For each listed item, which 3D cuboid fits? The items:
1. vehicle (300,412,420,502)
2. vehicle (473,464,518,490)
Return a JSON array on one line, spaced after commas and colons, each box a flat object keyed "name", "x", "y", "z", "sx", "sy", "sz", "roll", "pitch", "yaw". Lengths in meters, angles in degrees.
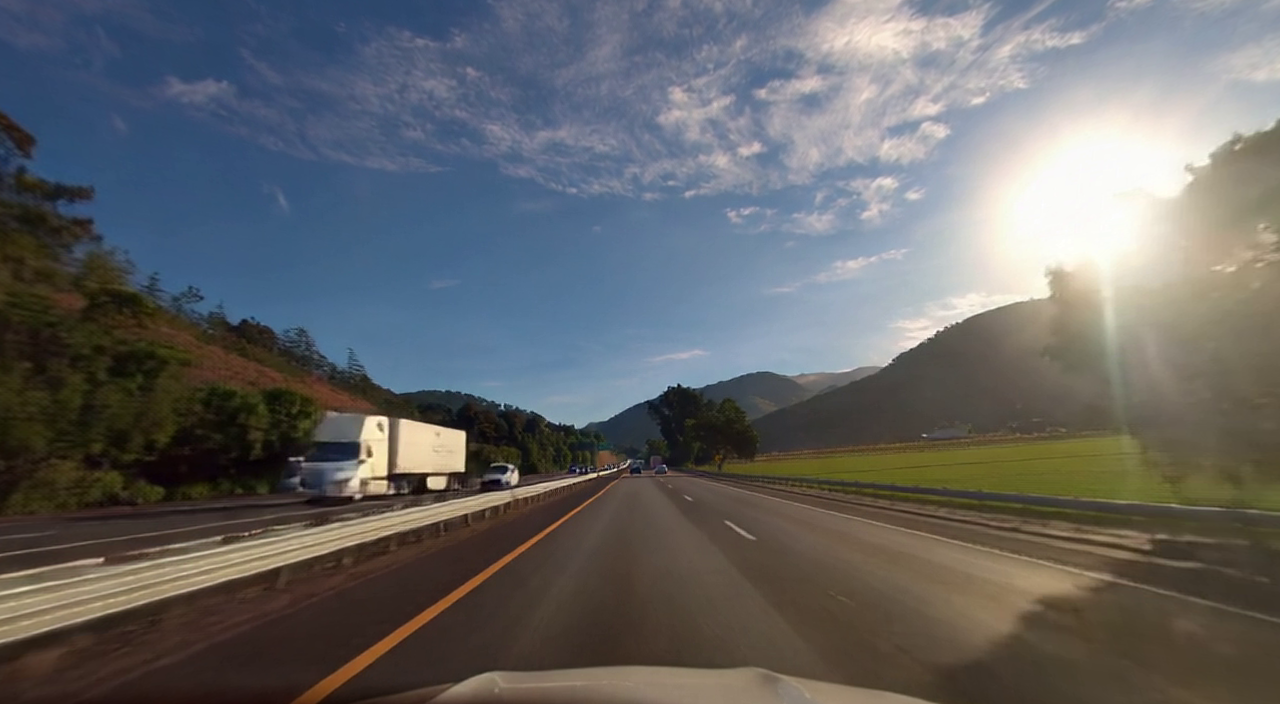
[{"name": "vehicle", "x": -13.633, "y": 5.243, "z": 31.260, "sx": 3.010, "sy": 3.997, "sz": 5.844, "roll": 1, "pitch": -10, "yaw": 0}, {"name": "vehicle", "x": -9.327, "y": 8.101, "z": 40.922, "sx": 1.903, "sy": 1.543, "sz": 4.233, "roll": 1, "pitch": -10, "yaw": 0}]
